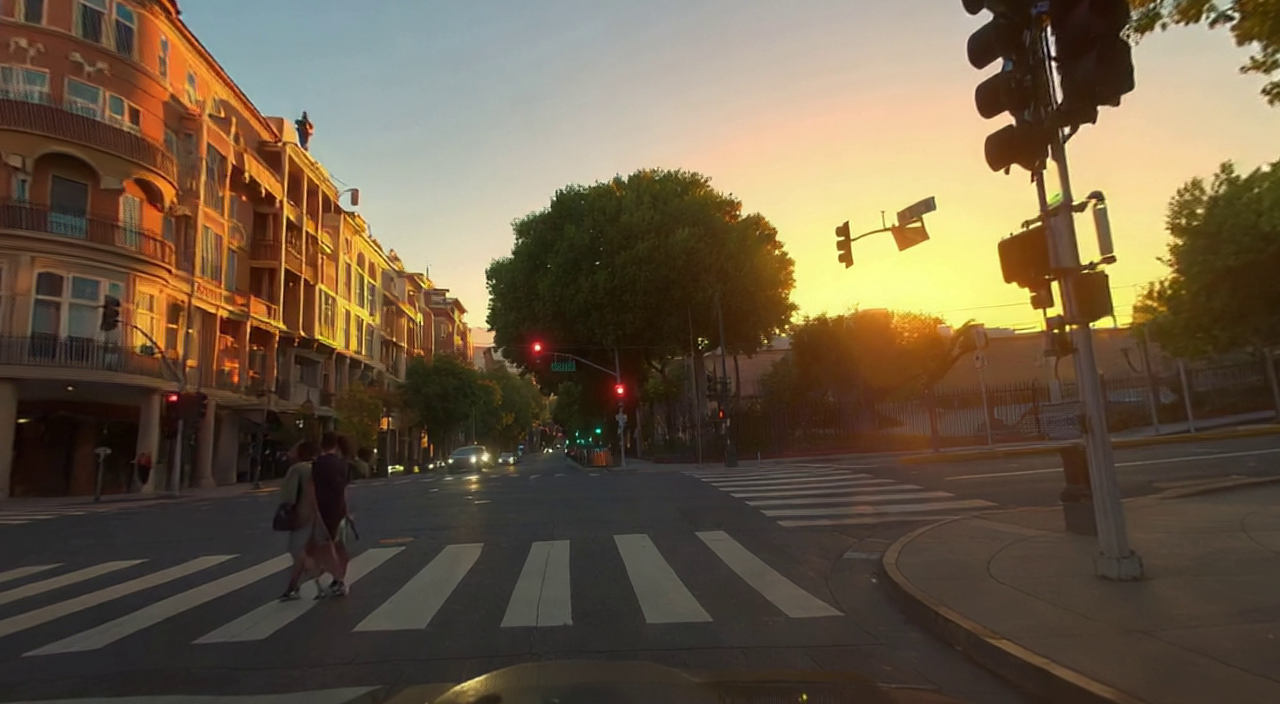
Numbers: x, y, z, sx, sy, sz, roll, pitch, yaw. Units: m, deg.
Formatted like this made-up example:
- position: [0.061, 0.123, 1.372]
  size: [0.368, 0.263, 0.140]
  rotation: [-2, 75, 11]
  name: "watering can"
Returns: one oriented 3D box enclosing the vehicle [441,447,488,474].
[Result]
- position: [-10.484, 6.478, 38.088]
  size: [2.196, 1.503, 4.371]
  rotation: [1, -9, -8]
  name: "vehicle"
